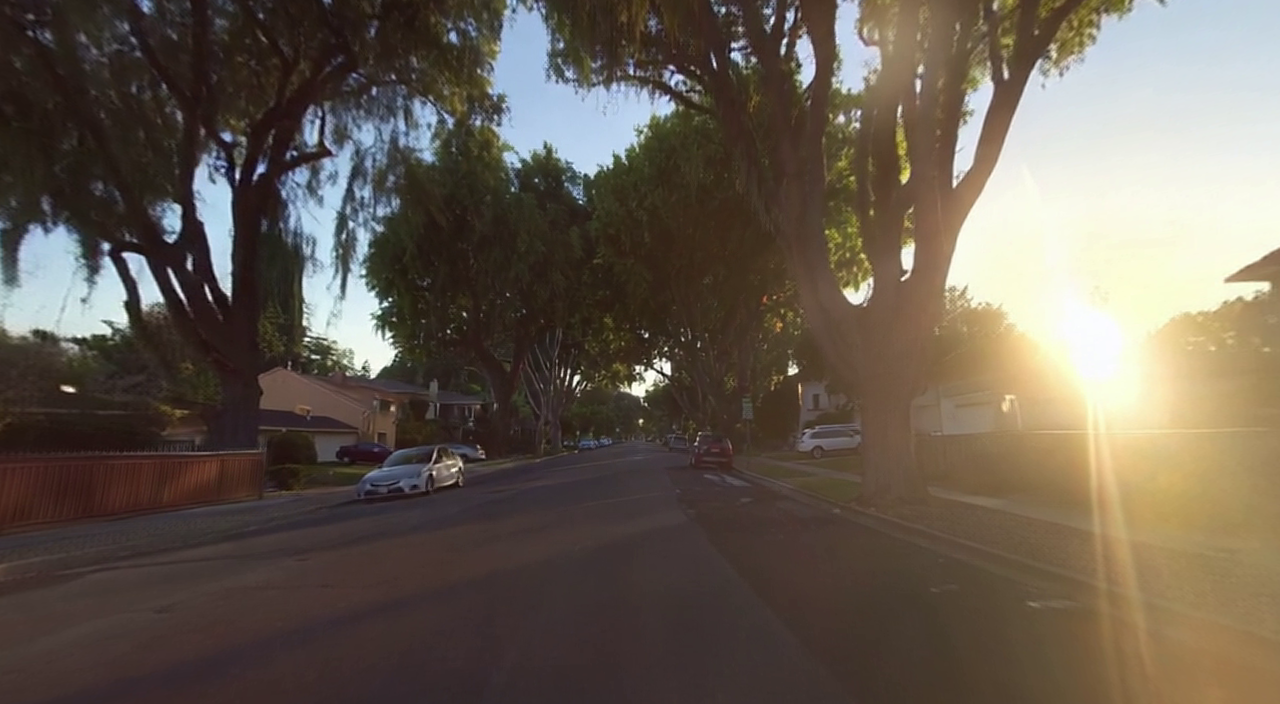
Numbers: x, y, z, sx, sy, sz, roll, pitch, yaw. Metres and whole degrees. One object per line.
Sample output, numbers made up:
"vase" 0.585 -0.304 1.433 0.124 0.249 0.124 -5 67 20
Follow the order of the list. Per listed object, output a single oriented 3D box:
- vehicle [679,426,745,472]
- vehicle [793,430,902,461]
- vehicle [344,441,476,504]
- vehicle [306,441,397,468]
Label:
"vehicle" 3.126 4.378 28.587 2.241 1.875 5.059 0 -8 -1
"vehicle" 10.408 4.769 32.111 5.041 1.486 1.969 -2 -9 14
"vehicle" -6.428 3.377 18.243 2.099 1.399 4.357 -4 -8 1
"vehicle" -16.286 5.809 35.783 4.276 1.463 1.832 -1 -8 7
